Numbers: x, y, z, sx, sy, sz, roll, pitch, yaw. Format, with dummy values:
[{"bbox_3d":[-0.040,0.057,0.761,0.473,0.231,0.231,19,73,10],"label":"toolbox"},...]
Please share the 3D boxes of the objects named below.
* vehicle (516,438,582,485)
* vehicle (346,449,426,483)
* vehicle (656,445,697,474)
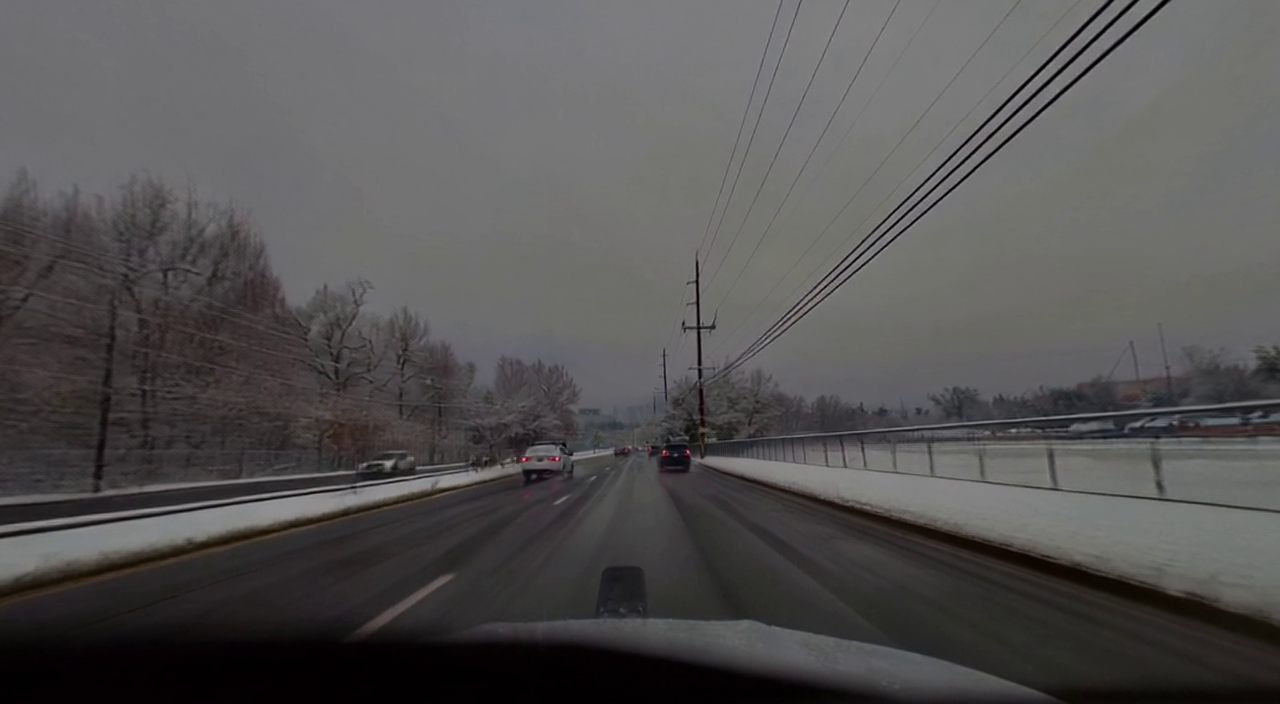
[{"bbox_3d":[-3.573,4.380,25.452,1.950,1.692,4.397,0,-8,1],"label":"vehicle"},{"bbox_3d":[-12.744,5.744,31.894,2.028,1.534,4.589,-1,-8,2],"label":"vehicle"},{"bbox_3d":[1.964,5.941,34.955,2.059,1.486,3.980,0,-8,0],"label":"vehicle"}]
